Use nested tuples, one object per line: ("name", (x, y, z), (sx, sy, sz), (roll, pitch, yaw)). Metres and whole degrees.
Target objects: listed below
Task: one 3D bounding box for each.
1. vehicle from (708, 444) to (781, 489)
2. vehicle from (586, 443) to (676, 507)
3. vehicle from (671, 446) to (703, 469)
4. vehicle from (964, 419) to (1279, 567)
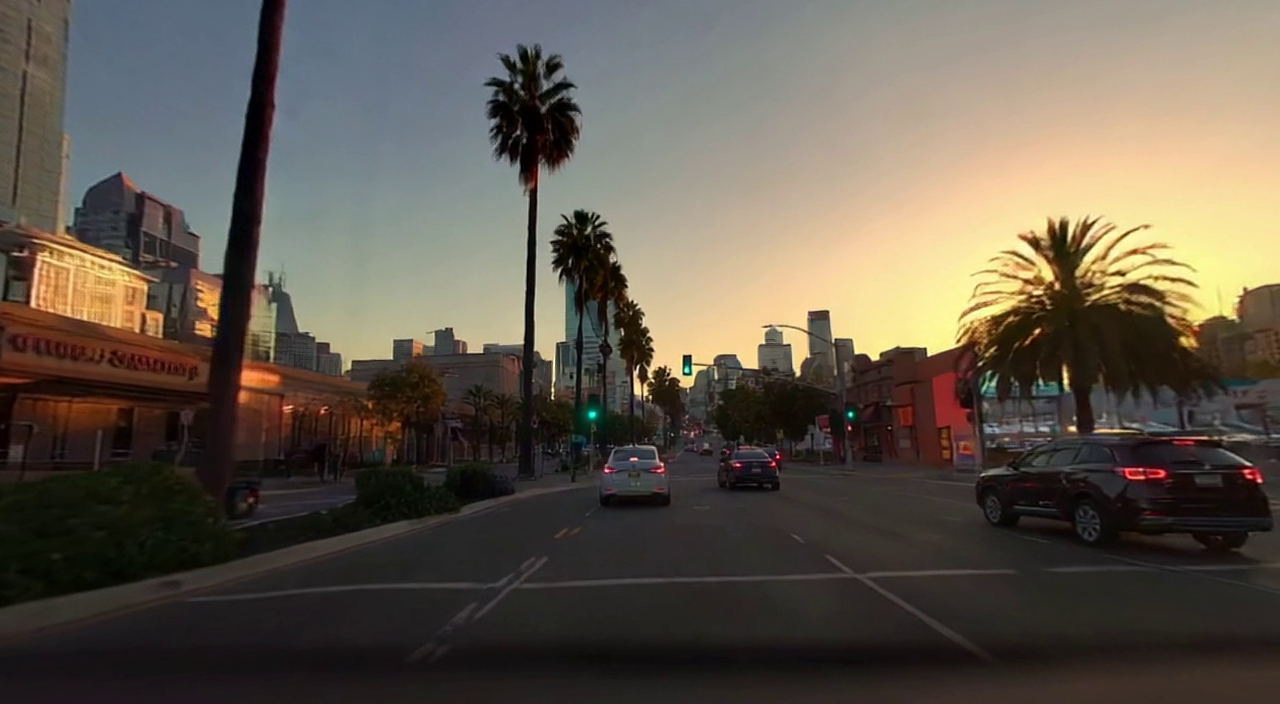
("vehicle", (3.770, 4.195, 23.543), (1.892, 1.532, 4.177), (0, -8, -2))
("vehicle", (-0.239, 3.188, 16.879), (2.110, 1.487, 3.873), (0, -8, -1))
("vehicle", (3.486, 7.960, 47.914), (2.012, 1.570, 4.600), (0, -8, -1))
("vehicle", (6.921, 1.927, 9.376), (1.940, 1.674, 4.085), (0, -8, -1))
